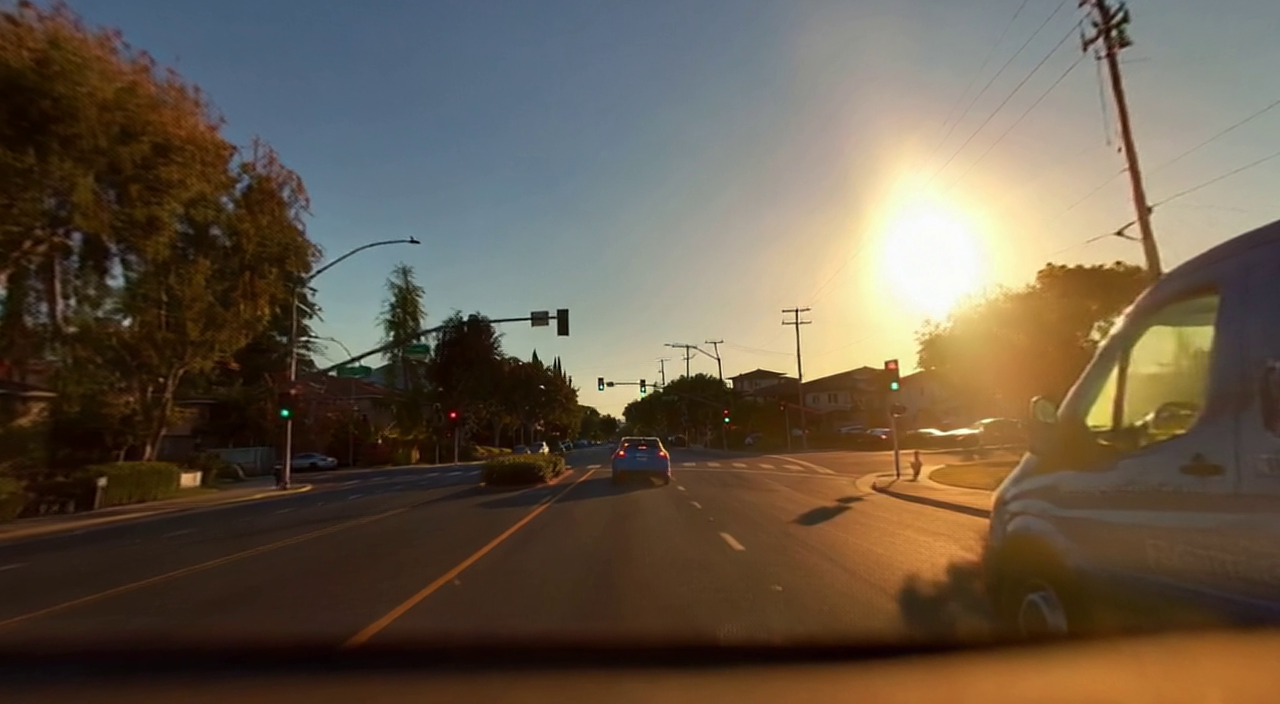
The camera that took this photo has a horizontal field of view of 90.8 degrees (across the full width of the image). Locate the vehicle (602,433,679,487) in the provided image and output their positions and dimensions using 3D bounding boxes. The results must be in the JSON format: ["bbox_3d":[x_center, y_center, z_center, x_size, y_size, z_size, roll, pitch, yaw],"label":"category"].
[{"bbox_3d":[-0.004,3.275,19.339,2.104,1.462,3.991,0,-9,0],"label":"vehicle"}]

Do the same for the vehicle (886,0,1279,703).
[{"bbox_3d":[2.938,-0.006,0.172,2.770,3.054,7.271,0,-9,0],"label":"vehicle"}]

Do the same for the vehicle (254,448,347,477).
[{"bbox_3d":[-20.920,6.790,39.033,4.588,1.703,1.879,0,-9,1],"label":"vehicle"}]
